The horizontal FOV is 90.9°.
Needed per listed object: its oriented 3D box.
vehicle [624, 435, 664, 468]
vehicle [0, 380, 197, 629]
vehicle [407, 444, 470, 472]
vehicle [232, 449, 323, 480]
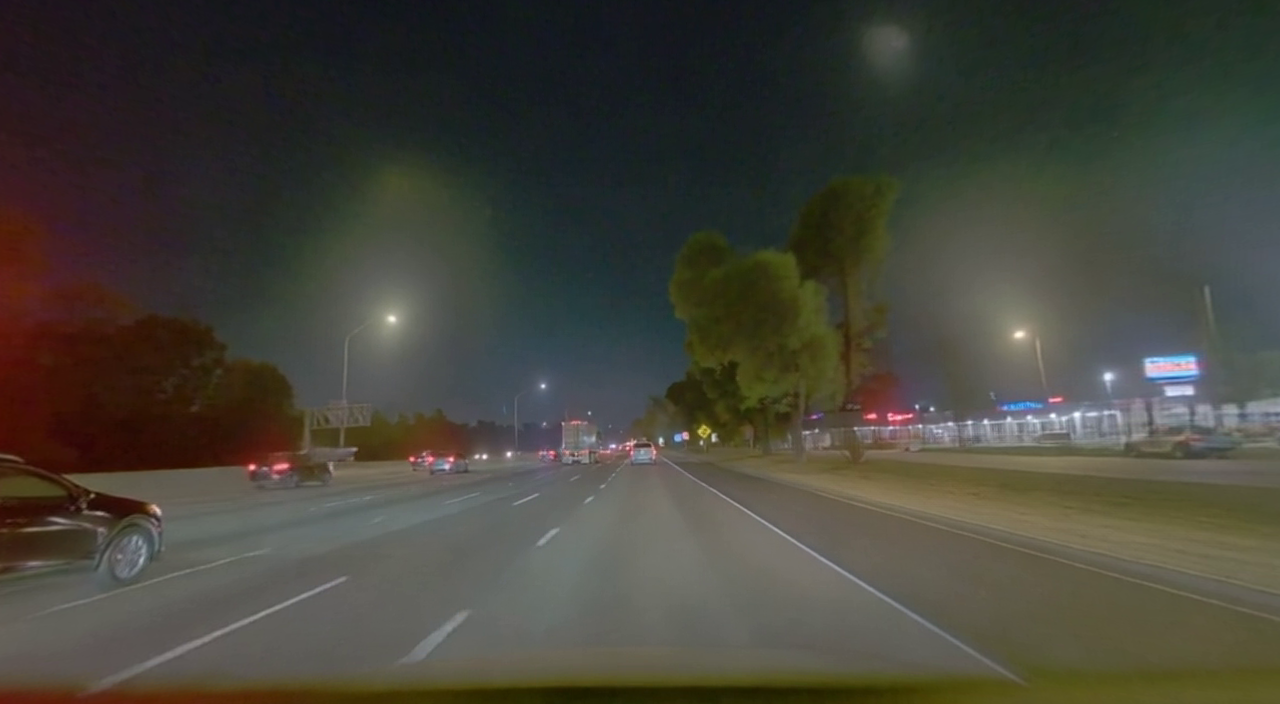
[{"bbox_3d":[0.272,5.882,37.488,2.227,1.794,4.646,0,-8,1],"label":"vehicle"},{"bbox_3d":[-5.784,1.053,4.189,2.200,1.793,4.586,0,-8,2],"label":"vehicle"},{"bbox_3d":[-11.594,6.120,36.716,1.928,1.480,4.823,0,-8,2],"label":"vehicle"},{"bbox_3d":[-19.030,5.916,33.382,1.899,1.478,4.640,-1,-8,3],"label":"vehicle"}]
